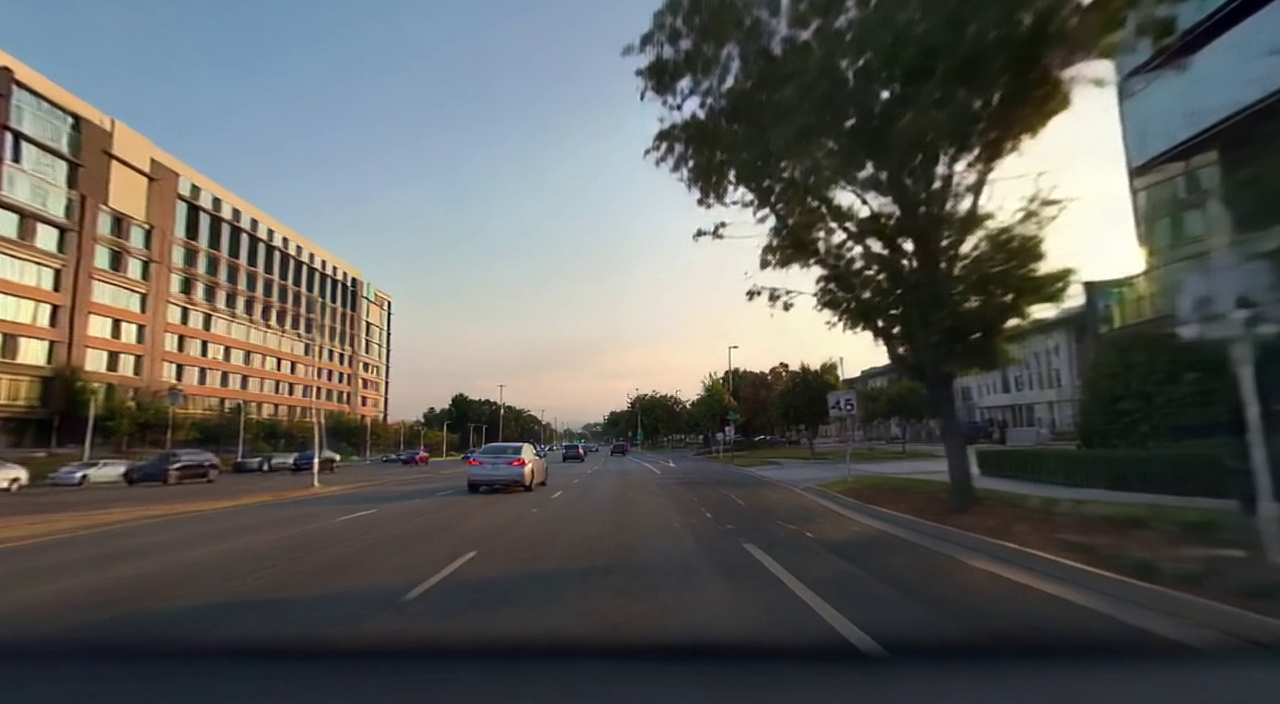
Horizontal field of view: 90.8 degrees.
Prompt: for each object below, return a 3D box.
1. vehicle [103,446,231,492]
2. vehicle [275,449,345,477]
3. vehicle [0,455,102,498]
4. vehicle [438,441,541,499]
[{"bbox_3d":[-19.996,4.916,27.006,1.963,1.765,4.595,0,-8,-1],"label":"vehicle"},{"bbox_3d":[-20.178,6.782,38.806,2.159,1.613,3.873,0,-8,1],"label":"vehicle"},{"bbox_3d":[-27.110,5.486,28.258,1.927,1.645,4.728,0,-8,-1],"label":"vehicle"},{"bbox_3d":[-4.208,3.350,18.457,2.025,1.474,4.292,0,-8,-1],"label":"vehicle"}]
